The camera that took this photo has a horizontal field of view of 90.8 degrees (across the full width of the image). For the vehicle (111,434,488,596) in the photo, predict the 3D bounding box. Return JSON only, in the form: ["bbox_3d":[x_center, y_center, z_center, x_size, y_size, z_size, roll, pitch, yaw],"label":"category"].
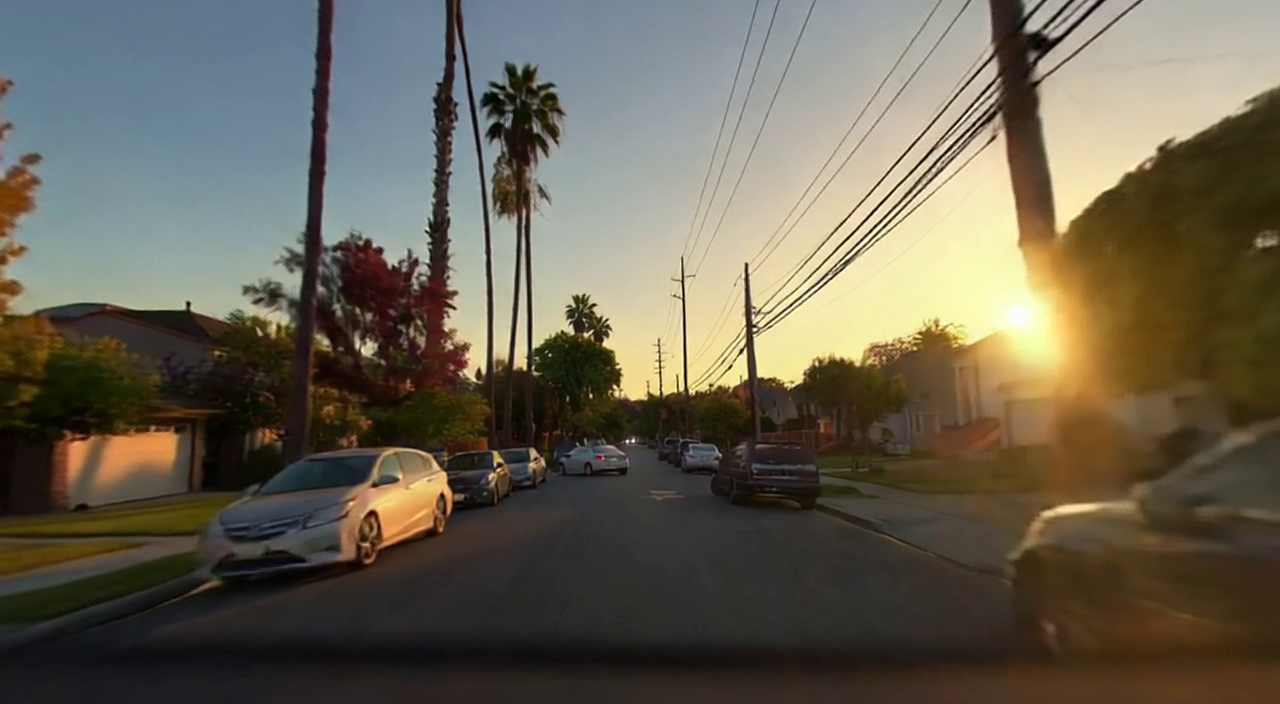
[{"bbox_3d":[-3.974,1.985,8.877,2.130,1.543,5.386,-1,-8,3],"label":"vehicle"}]

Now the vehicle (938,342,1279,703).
[{"bbox_3d":[2.887,0.738,1.534,2.060,1.614,4.652,0,-8,0],"label":"vehicle"}]

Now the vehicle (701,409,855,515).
[{"bbox_3d":[2.881,2.475,14.682,2.292,1.981,5.277,0,-8,-1],"label":"vehicle"}]

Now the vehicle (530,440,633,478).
[{"bbox_3d":[-2.602,4.558,27.174,2.081,1.483,4.599,7,-11,-40],"label":"vehicle"}]
